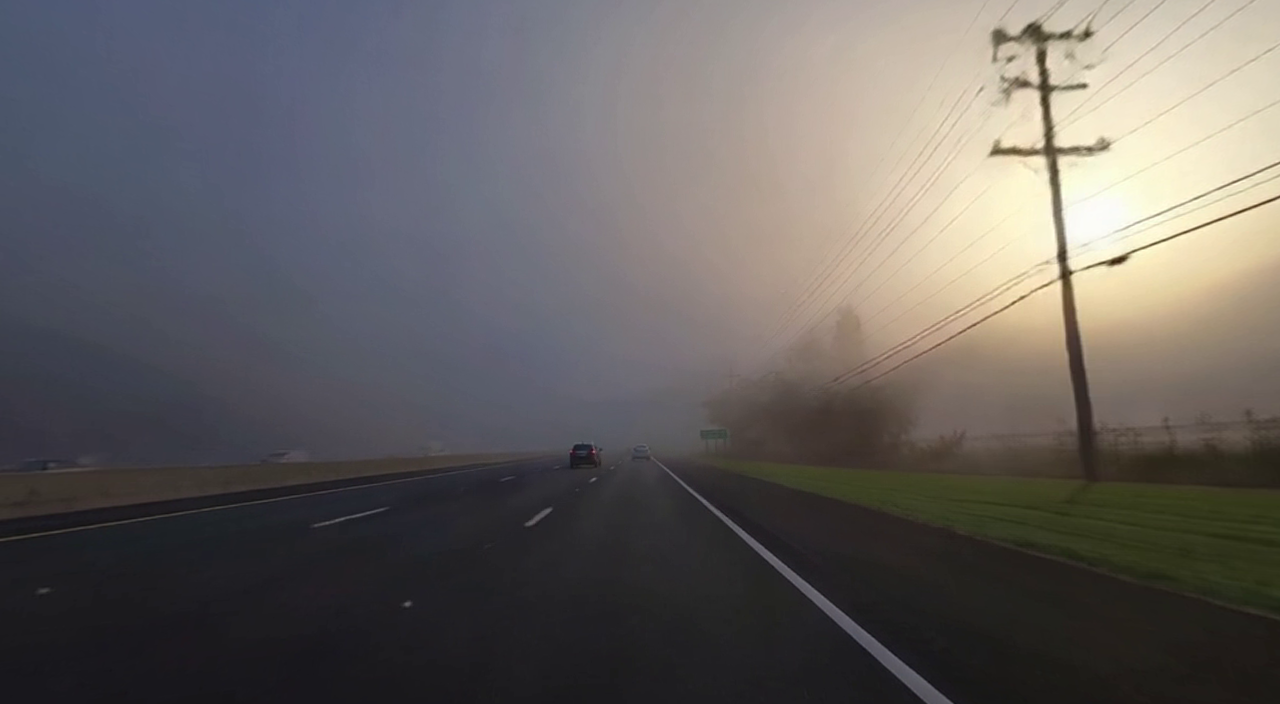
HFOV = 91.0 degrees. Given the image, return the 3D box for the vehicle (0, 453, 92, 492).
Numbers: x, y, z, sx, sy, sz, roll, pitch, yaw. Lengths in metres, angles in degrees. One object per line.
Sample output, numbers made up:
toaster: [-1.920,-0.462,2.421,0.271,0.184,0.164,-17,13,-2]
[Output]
vehicle: [-28.242,5.474,29.023,1.912,1.626,4.344,0,-9,1]

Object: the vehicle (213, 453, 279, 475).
vehicle: [-28.312,8.067,45.411,1.847,1.477,4.428,0,-9,1]

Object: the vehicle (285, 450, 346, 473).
vehicle: [-23.913,8.048,46.565,1.989,1.546,4.558,0,-9,1]

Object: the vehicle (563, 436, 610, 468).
vehicle: [-3.472,6.670,42.127,2.577,1.939,5.408,0,-9,1]
